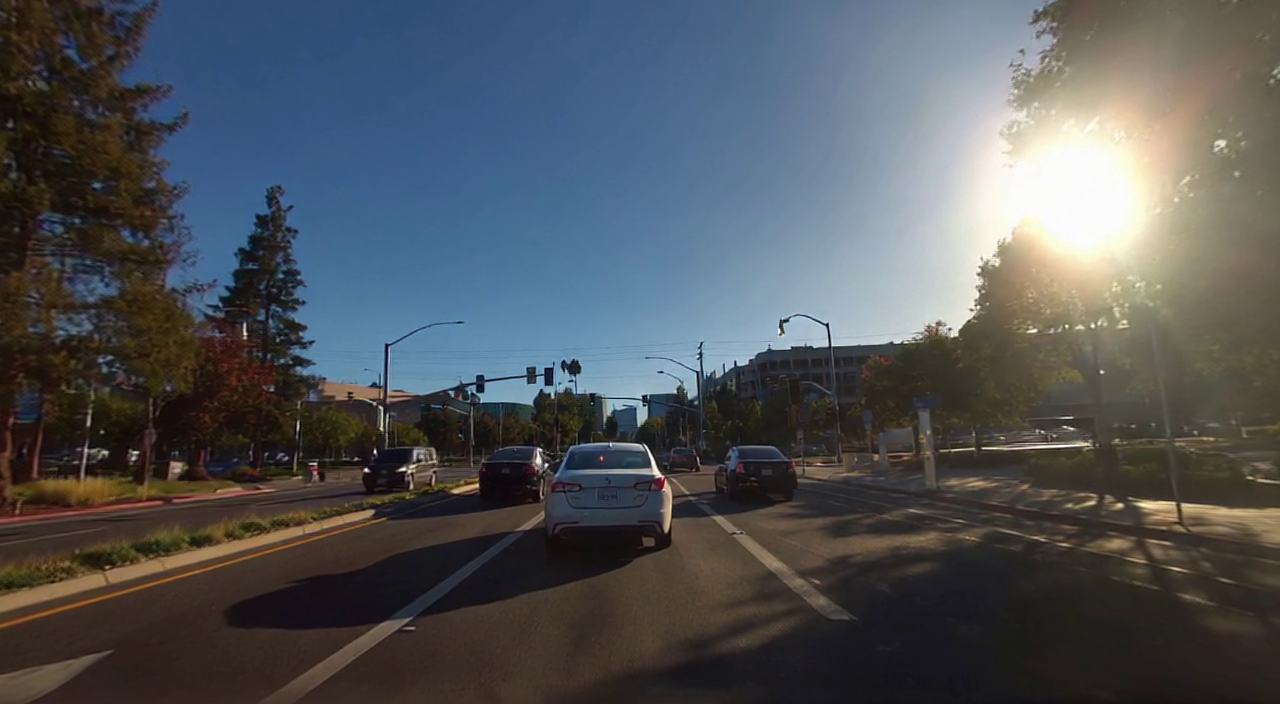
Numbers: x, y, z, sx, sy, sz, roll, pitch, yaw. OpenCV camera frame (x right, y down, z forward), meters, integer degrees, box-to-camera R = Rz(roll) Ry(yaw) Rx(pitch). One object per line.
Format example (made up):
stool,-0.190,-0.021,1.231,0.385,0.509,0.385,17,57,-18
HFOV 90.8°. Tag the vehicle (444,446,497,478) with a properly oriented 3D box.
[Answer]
vehicle,-8.772,5.710,33.053,1.824,1.513,4.254,0,-9,-3

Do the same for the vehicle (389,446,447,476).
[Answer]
vehicle,-13.420,6.592,38.432,1.985,1.689,4.461,0,-9,-2

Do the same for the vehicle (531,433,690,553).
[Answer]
vehicle,-0.415,2.049,9.811,2.006,1.487,3.535,0,-9,-1

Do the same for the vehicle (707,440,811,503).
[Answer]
vehicle,3.108,3.201,17.395,1.910,1.474,4.263,0,-9,-2
